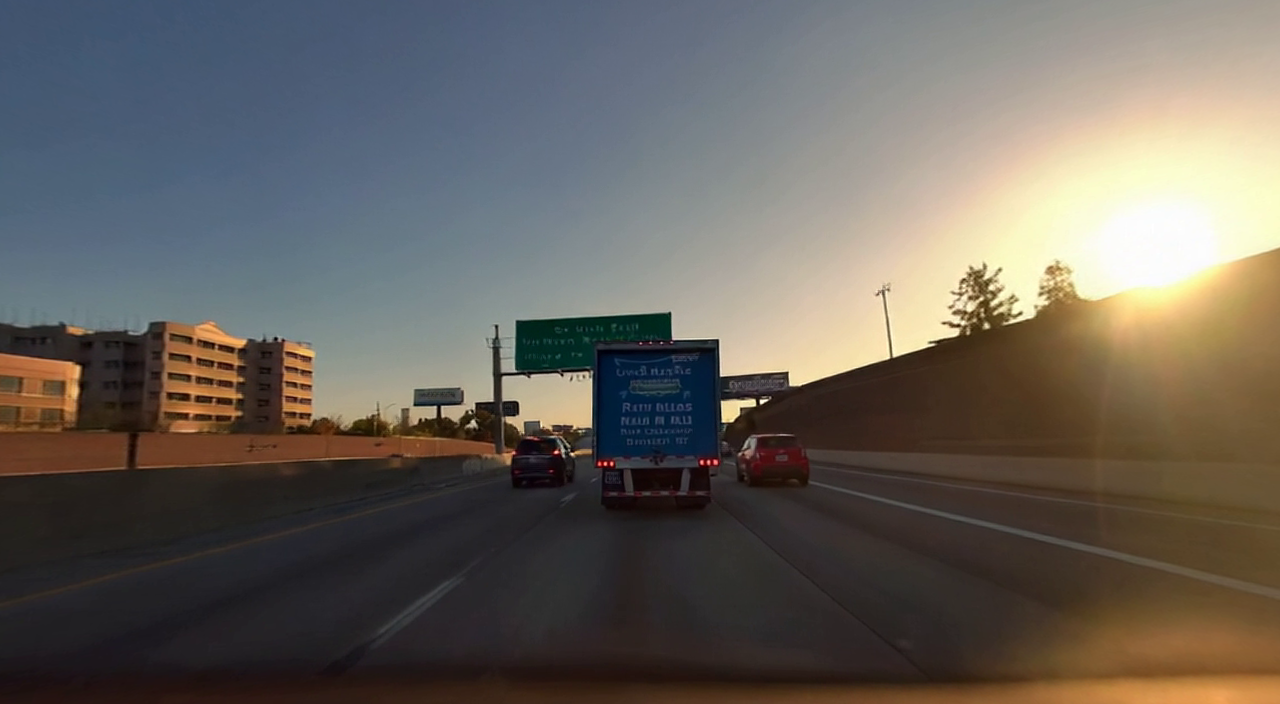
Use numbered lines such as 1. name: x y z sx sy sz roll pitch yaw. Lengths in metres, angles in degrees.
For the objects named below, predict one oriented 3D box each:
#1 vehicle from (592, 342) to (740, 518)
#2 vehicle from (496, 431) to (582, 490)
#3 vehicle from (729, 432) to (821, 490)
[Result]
1. vehicle: 0.589 2.062 16.179 2.733 3.296 8.571 0 -8 2
2. vehicle: -3.281 3.618 21.449 2.030 1.757 4.509 0 -8 2
3. vehicle: 4.301 3.536 20.840 2.066 1.692 4.339 0 -8 0
